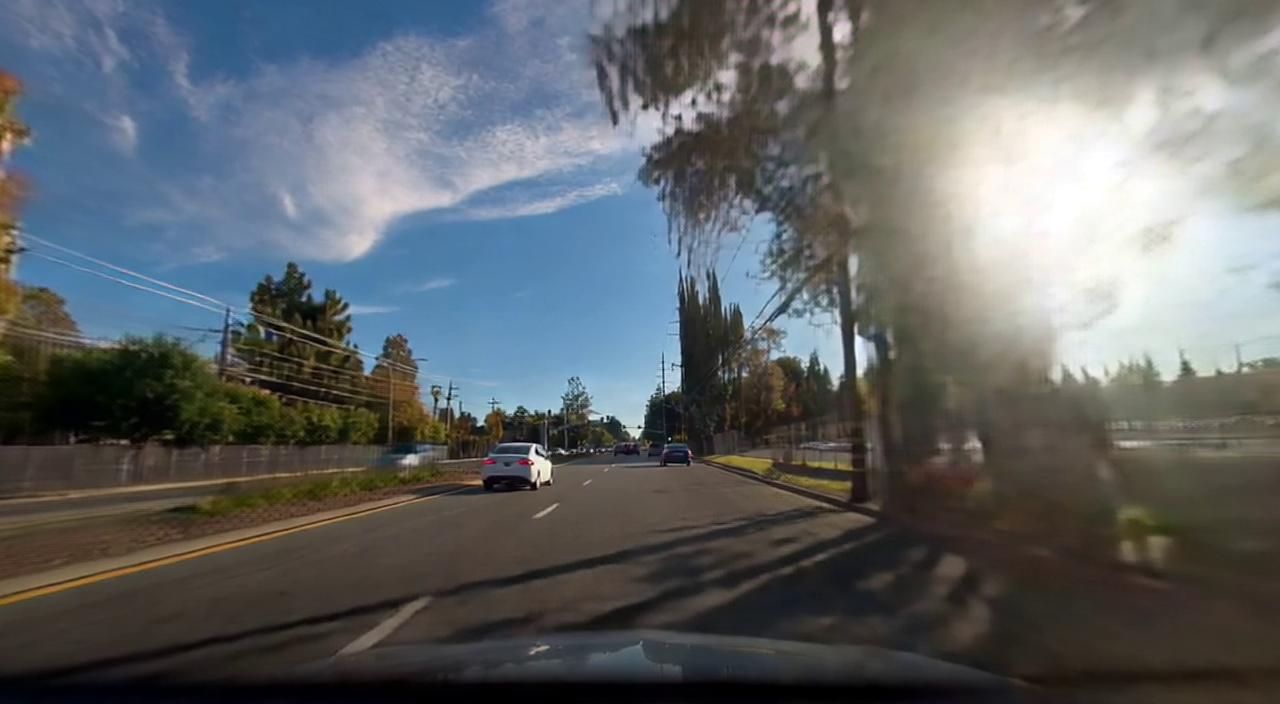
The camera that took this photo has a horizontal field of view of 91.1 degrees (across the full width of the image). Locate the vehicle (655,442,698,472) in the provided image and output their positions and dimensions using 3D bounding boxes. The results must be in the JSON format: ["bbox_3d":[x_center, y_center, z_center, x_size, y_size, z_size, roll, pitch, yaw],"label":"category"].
[{"bbox_3d":[1.889,5.650,33.956,2.059,1.486,3.980,0,-8,0],"label":"vehicle"}]

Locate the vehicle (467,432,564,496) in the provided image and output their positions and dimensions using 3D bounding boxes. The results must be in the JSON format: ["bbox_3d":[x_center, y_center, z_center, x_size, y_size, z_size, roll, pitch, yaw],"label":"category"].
[{"bbox_3d":[-3.621,3.328,19.114,1.950,1.692,4.397,0,-8,1],"label":"vehicle"}]
